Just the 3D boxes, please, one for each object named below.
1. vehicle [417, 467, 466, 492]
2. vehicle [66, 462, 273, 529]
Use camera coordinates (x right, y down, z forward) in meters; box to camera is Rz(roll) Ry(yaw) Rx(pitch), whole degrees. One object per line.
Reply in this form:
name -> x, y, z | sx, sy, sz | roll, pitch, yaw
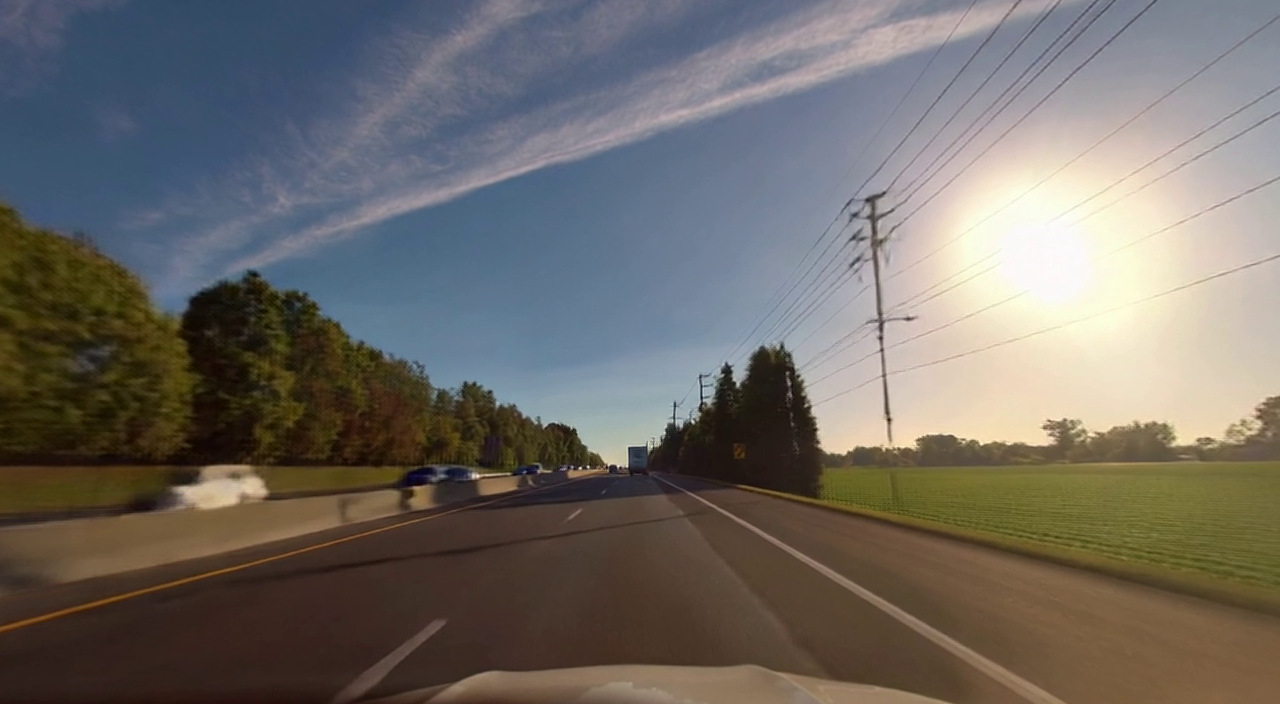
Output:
vehicle -> -12.095, 7.806, 38.623 | 1.730, 1.406, 3.971 | 1, -10, 0
vehicle -> -11.883, 3.638, 16.412 | 1.881, 1.438, 4.529 | 1, -10, 0
